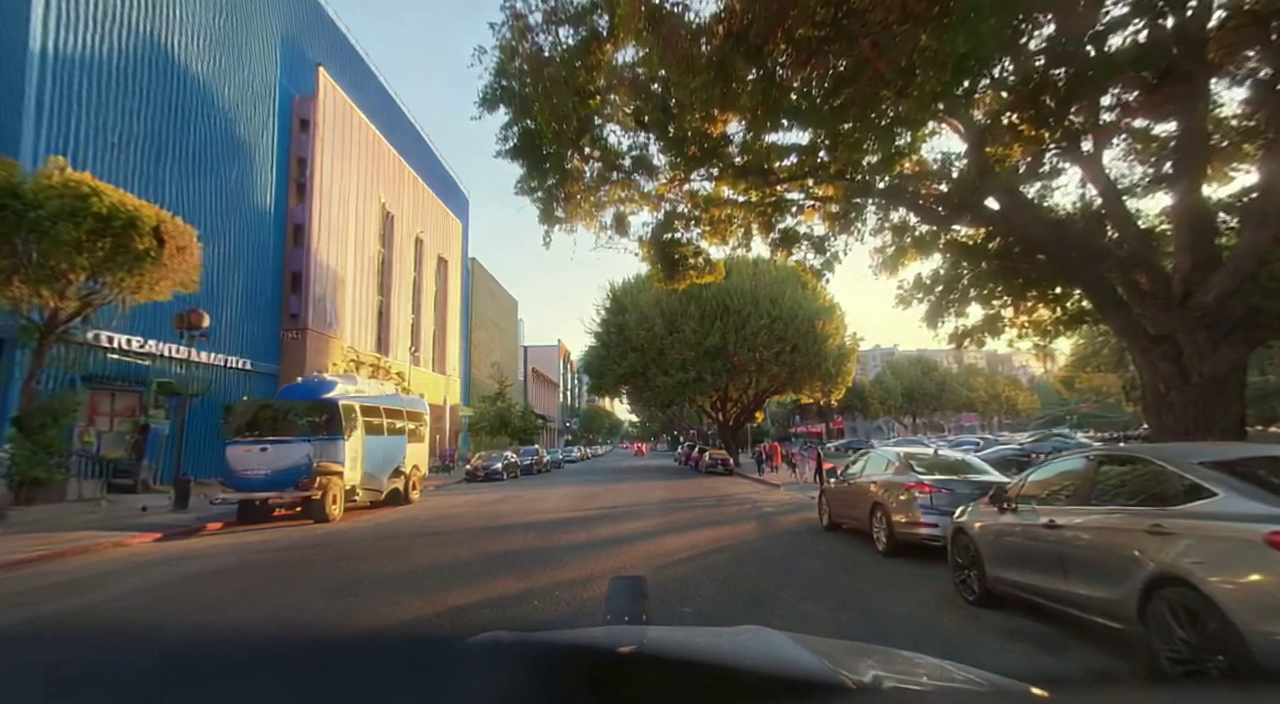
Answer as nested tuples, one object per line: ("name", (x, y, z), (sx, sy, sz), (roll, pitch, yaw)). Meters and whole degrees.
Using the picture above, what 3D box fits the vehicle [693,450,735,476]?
("vehicle", (4.481, 6.776, 38.788), (1.973, 1.494, 4.867), (0, -9, 0))

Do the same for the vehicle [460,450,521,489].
("vehicle", (-6.835, 5.369, 29.230), (1.917, 1.487, 4.659), (-2, -8, -3))

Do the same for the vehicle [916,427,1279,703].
("vehicle", (3.831, 1.249, 3.760), (2.065, 1.520, 4.853), (0, -9, -1))

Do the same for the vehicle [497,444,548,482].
("vehicle", (-6.682, 6.341, 36.310), (2.238, 1.891, 4.780), (-1, -7, -2))

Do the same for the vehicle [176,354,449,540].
("vehicle", (-6.898, 2.167, 14.604), (2.851, 3.375, 6.057), (0, -8, 2))
